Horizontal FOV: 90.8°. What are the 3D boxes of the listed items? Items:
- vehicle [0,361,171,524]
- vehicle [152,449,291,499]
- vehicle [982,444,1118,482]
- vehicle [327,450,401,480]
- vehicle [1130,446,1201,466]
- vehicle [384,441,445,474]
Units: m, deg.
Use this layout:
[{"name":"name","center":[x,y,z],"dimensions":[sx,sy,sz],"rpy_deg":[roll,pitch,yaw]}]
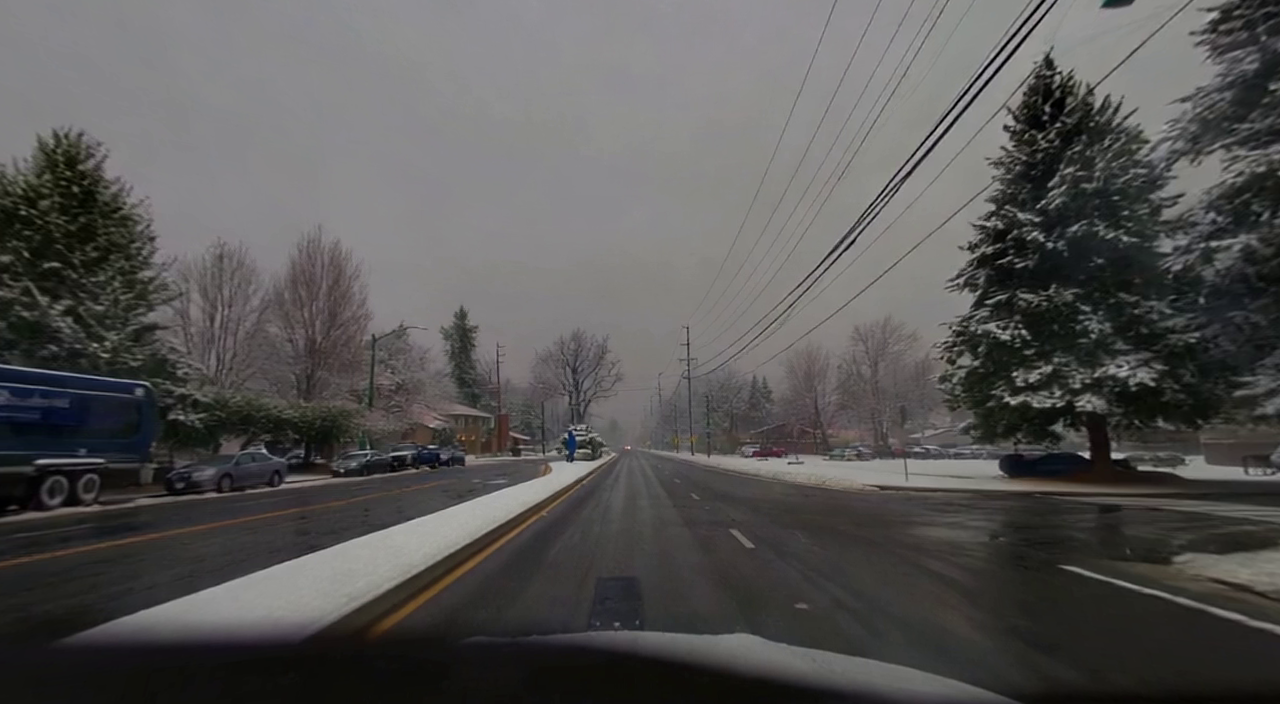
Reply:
[{"name":"vehicle","center":[-15.325,2.067,13.786],"dimensions":[3.434,3.448,8.662],"rpy_deg":[-4,-9,1]},{"name":"vehicle","center":[-15.451,4.496,23.701],"dimensions":[2.029,1.520,4.615],"rpy_deg":[-4,-8,1]},{"name":"vehicle","center":[17.860,4.811,27.657],"dimensions":[4.567,1.535,2.156],"rpy_deg":[1,-9,-6]},{"name":"vehicle","center":[-15.372,6.285,35.452],"dimensions":[2.058,1.479,4.519],"rpy_deg":[-1,-8,1]},{"name":"vehicle","center":[40.233,7.940,48.438],"dimensions":[1.707,1.473,3.778],"rpy_deg":[2,-9,-16]},{"name":"vehicle","center":[-15.170,7.108,42.817],"dimensions":[2.298,1.979,4.920],"rpy_deg":[-3,-8,0]}]
